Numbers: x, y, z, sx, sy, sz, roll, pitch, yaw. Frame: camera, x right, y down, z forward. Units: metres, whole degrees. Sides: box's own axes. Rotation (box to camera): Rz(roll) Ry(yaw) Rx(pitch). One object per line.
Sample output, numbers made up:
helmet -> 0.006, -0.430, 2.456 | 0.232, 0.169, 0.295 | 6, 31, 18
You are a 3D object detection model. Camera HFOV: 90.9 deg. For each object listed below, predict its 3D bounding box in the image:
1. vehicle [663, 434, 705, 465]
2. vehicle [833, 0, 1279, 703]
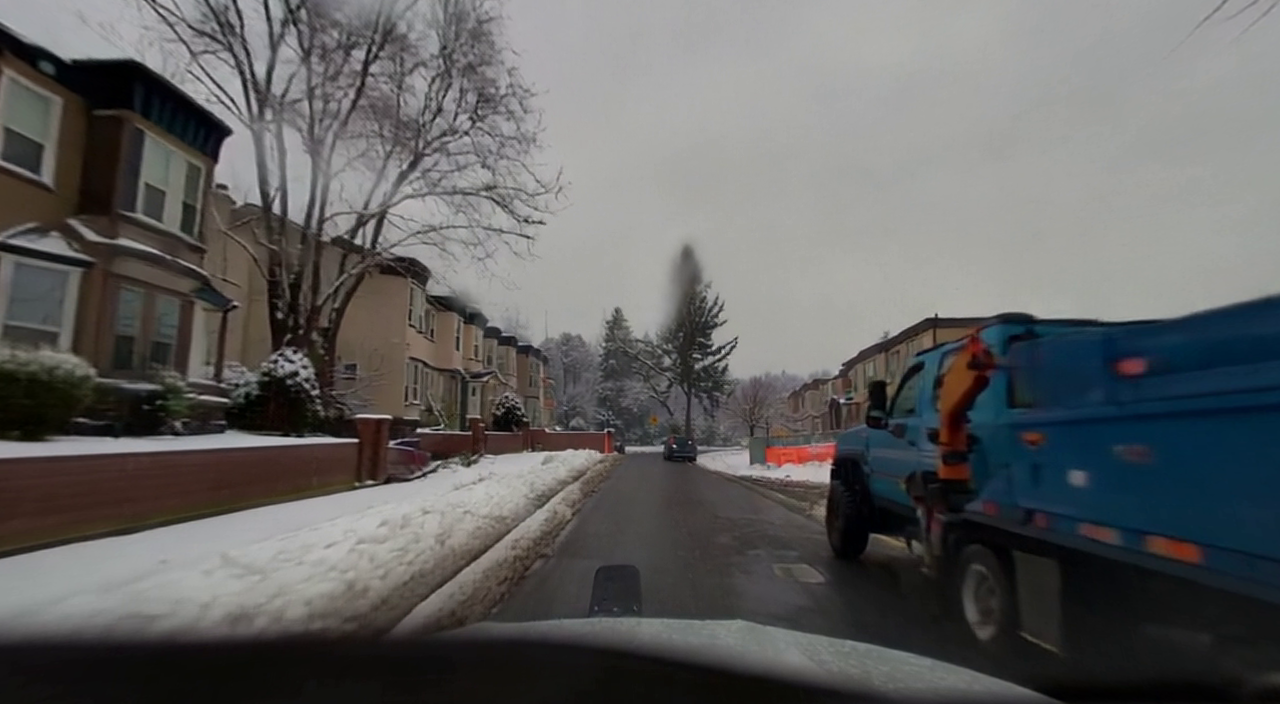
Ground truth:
vehicle -> 2.628, 5.950, 38.774 | 2.066, 1.739, 4.234 | 0, -8, -3
vehicle -> 3.245, 0.335, 2.317 | 2.879, 2.801, 6.142 | 0, -8, -2
